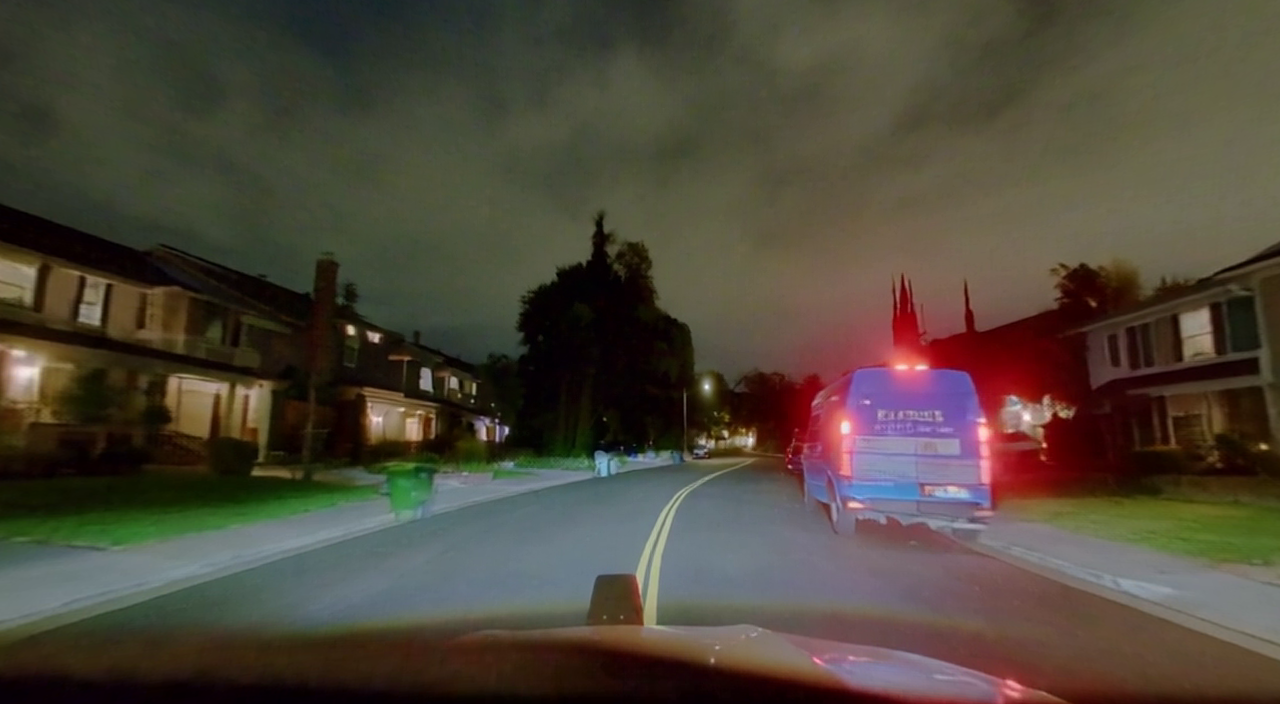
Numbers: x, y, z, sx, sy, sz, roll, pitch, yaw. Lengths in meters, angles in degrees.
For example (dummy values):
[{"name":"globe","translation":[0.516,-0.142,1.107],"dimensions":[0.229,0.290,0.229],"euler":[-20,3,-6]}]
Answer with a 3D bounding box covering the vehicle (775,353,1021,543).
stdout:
[{"name":"vehicle","translation":[4.377,1.836,12.322],"dimensions":[2.684,2.712,6.197],"euler":[-1,-9,6]}]
